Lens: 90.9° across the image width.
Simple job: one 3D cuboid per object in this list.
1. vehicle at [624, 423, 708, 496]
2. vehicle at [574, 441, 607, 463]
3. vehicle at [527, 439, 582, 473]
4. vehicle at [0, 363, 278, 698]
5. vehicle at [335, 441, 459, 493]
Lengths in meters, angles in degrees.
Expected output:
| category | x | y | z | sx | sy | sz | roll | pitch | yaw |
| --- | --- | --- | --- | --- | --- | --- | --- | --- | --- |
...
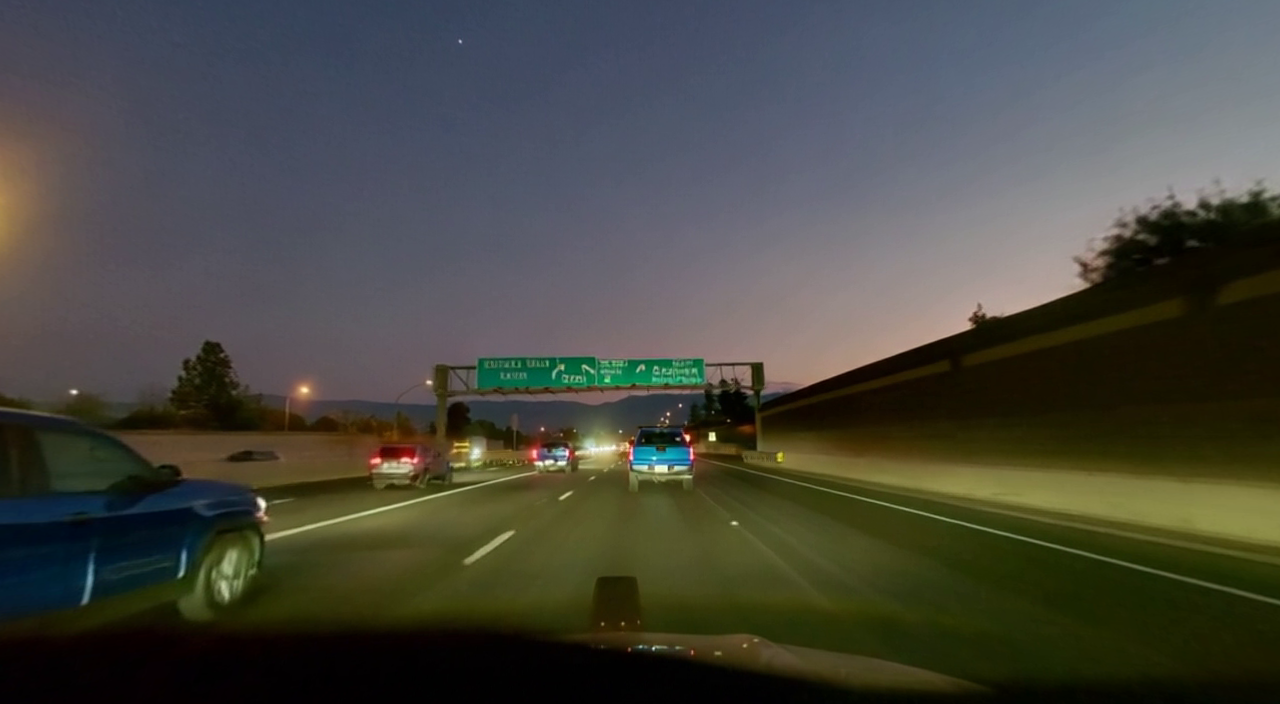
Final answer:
| category | x | y | z | sx | sy | sz | roll | pitch | yaw |
| --- | --- | --- | --- | --- | --- | --- | --- | --- | --- |
| vehicle | 0.610 | 3.053 | 18.211 | 2.083 | 1.792 | 4.782 | 0 | -9 | -1 |
| vehicle | -3.646 | 7.551 | 47.604 | 2.061 | 1.584 | 4.290 | 0 | -8 | 1 |
| vehicle | -4.200 | 5.197 | 31.716 | 1.961 | 1.591 | 4.756 | 0 | -8 | 2 |
| vehicle | -4.441 | 0.954 | 3.327 | 1.954 | 1.792 | 5.187 | 0 | -9 | 0 |
| vehicle | -7.724 | 3.687 | 20.675 | 2.081 | 1.463 | 4.749 | 0 | -8 | 1 |
